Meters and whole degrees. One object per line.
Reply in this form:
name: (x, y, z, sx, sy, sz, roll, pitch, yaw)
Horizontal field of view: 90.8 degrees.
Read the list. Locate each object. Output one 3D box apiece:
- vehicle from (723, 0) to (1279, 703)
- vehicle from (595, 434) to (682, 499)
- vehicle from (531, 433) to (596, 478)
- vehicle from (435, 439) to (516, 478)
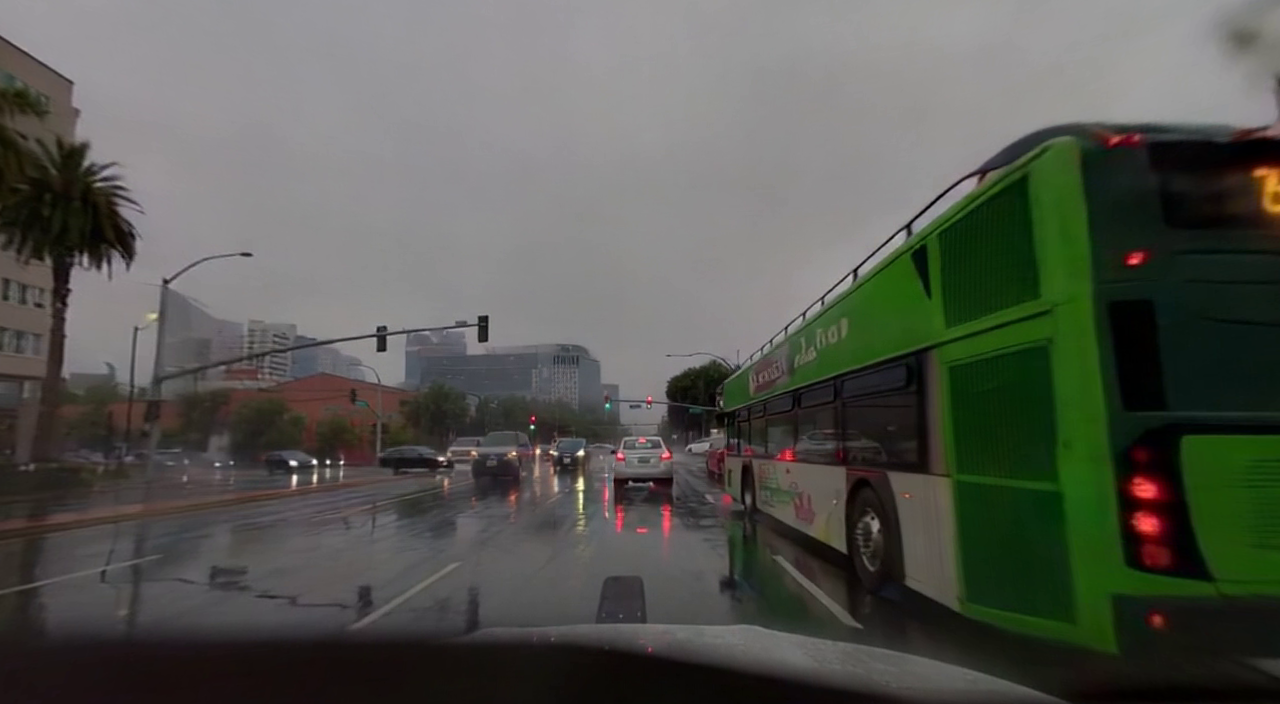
vehicle: (3.588, 0.587, 9.519, 2.970, 4.015, 13.606, 0, -9, 1)
vehicle: (-0.018, 2.996, 16.854, 2.060, 1.499, 3.831, 0, -9, 1)
vehicle: (-3.138, 4.335, 26.741, 2.020, 1.721, 4.366, -1, -9, 2)
vehicle: (-6.791, 4.430, 26.629, 1.927, 1.480, 4.832, -1, -9, 2)
